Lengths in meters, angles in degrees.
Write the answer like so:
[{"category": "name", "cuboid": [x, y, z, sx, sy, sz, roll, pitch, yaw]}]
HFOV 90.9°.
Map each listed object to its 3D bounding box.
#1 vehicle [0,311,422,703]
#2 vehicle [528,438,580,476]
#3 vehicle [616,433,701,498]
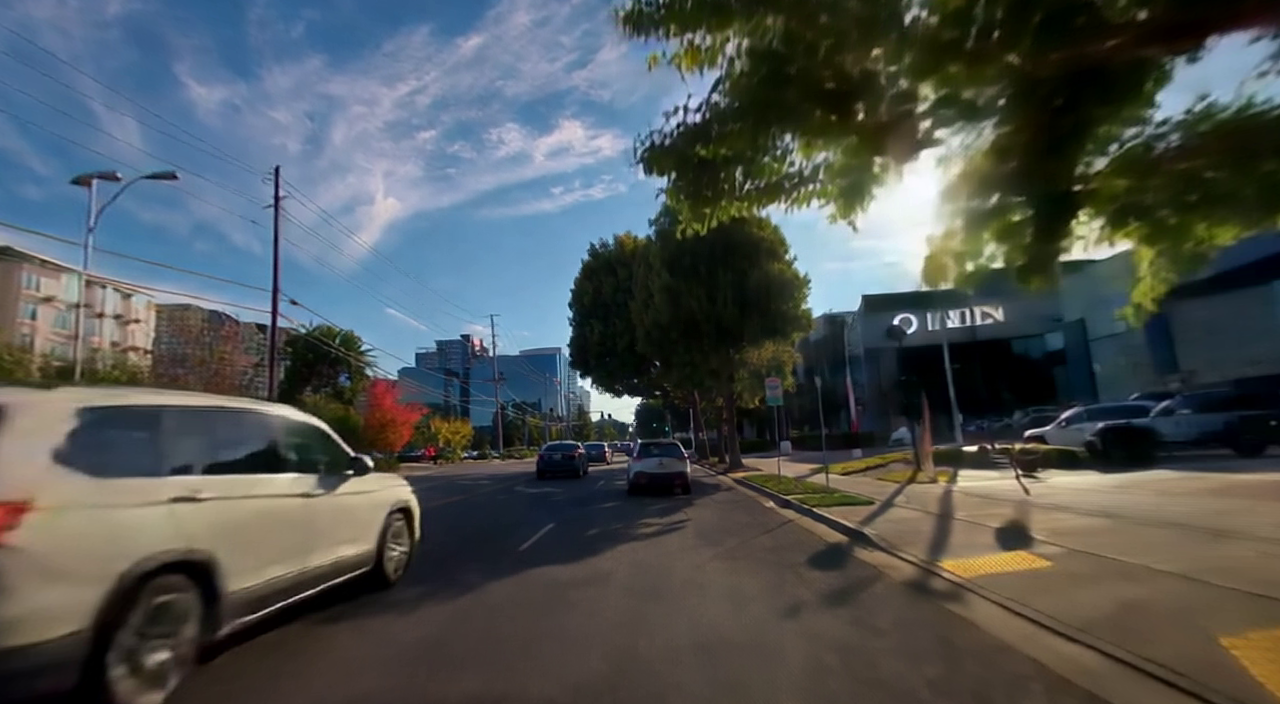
[{"category": "vehicle", "cuboid": [-3.494, 1.024, 4.214, 2.064, 1.859, 5.154, 0, -8, 2]}, {"category": "vehicle", "cuboid": [-4.086, 5.029, 30.568, 1.862, 1.694, 4.315, 0, -8, 0]}, {"category": "vehicle", "cuboid": [0.428, 3.145, 17.920, 2.108, 1.612, 4.246, 0, -8, -1]}]
